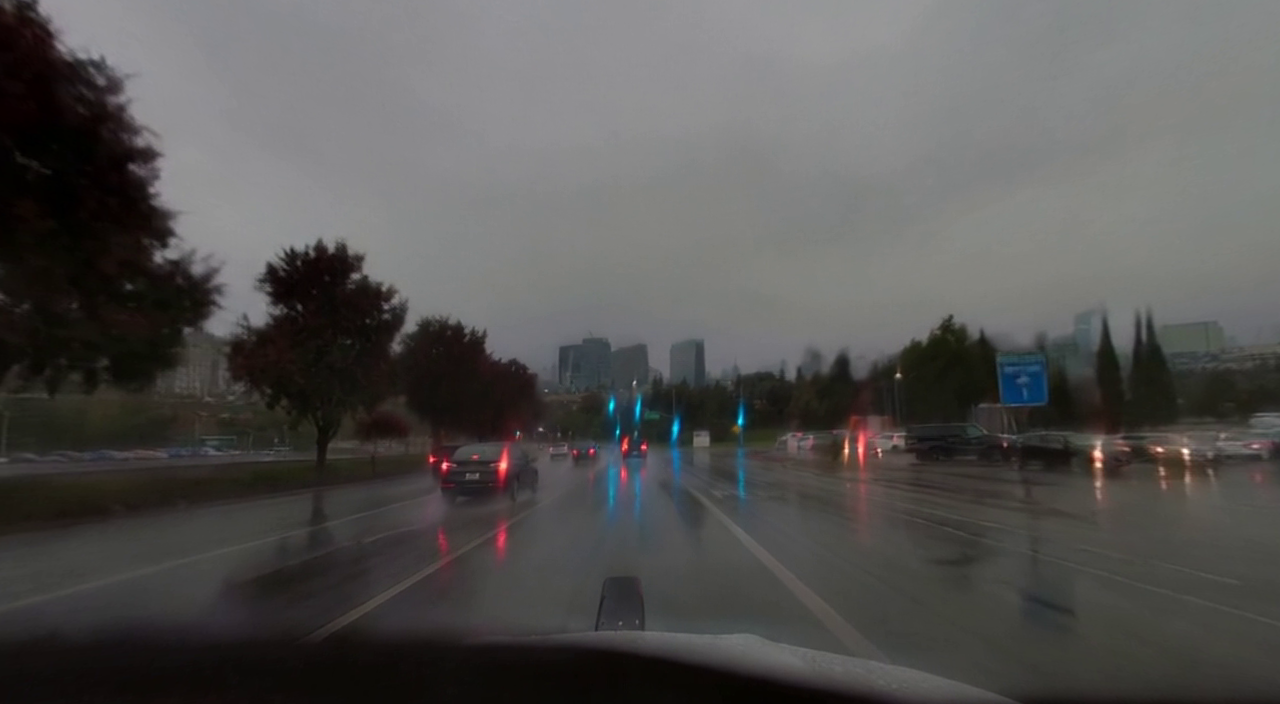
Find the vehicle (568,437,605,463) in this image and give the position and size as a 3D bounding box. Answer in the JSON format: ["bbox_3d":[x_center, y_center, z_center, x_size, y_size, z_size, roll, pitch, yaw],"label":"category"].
[{"bbox_3d":[-3.763,7.050,45.387,2.144,1.732,4.279,-1,-9,2],"label":"vehicle"}]

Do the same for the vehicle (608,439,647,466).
[{"bbox_3d":[-0.720,6.085,38.407,2.231,1.481,4.489,0,-9,0],"label":"vehicle"}]

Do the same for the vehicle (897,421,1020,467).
[{"bbox_3d":[14.946,4.319,29.635,5.394,1.994,2.228,4,-10,-26],"label":"vehicle"}]

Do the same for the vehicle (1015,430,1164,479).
[{"bbox_3d":[14.894,3.366,20.909,4.505,1.472,2.020,4,-10,-27],"label":"vehicle"}]

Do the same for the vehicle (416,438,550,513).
[{"bbox_3d":[-3.464,2.808,14.929,1.920,1.480,4.549,0,-9,1],"label":"vehicle"}]
